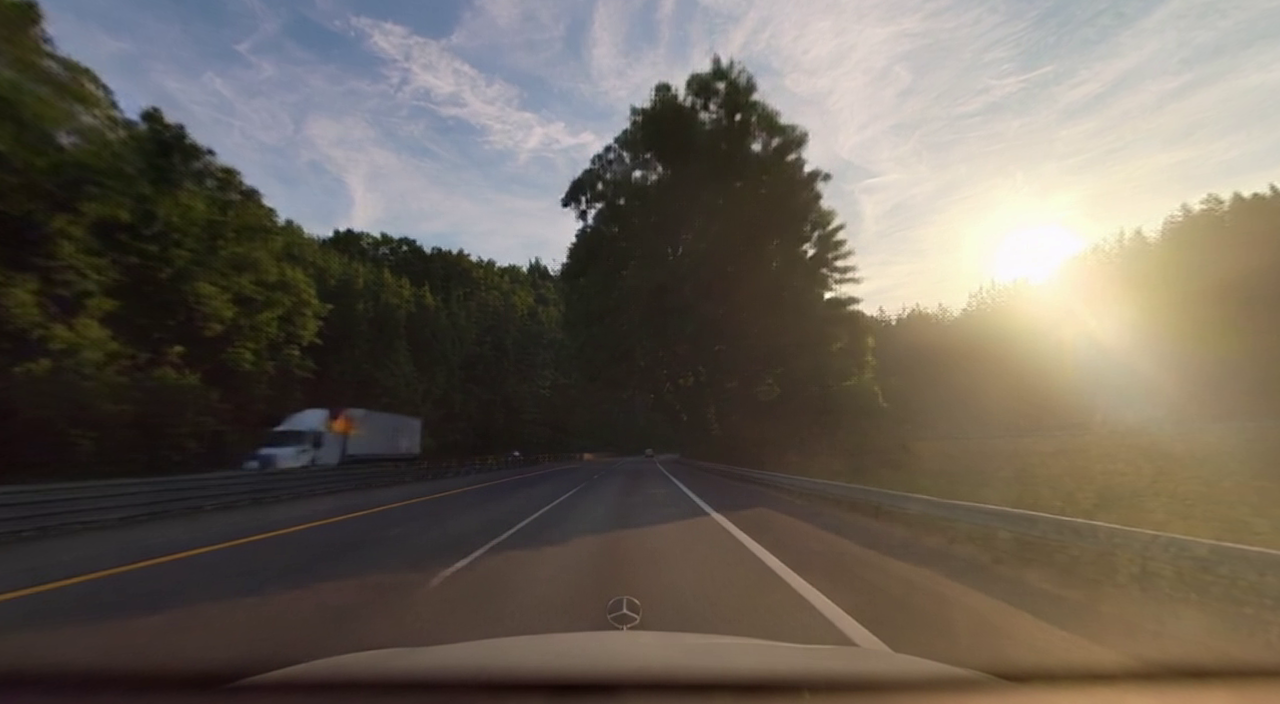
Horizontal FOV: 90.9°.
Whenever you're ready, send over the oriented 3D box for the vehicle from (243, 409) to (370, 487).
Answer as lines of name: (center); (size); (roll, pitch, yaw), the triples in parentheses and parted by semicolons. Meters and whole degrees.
vehicle: (-17.742, 5.220, 34.202); (3.015, 3.770, 6.831); (0, -9, 0)
